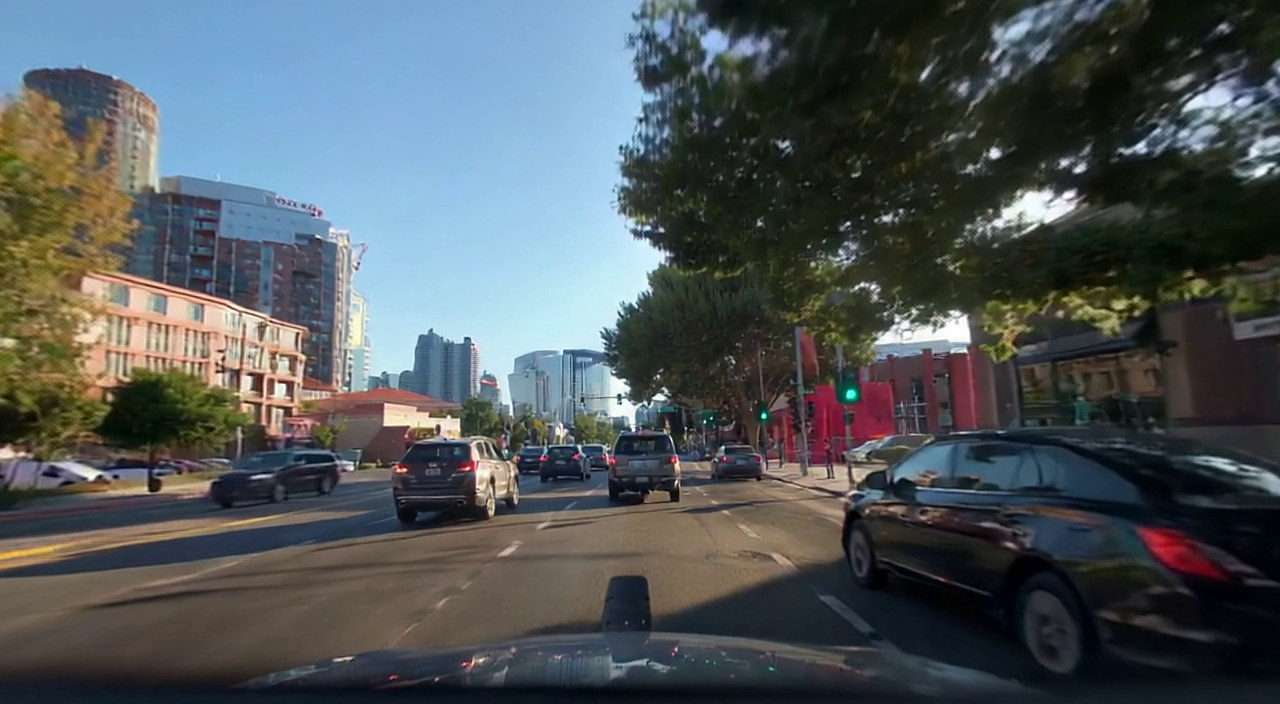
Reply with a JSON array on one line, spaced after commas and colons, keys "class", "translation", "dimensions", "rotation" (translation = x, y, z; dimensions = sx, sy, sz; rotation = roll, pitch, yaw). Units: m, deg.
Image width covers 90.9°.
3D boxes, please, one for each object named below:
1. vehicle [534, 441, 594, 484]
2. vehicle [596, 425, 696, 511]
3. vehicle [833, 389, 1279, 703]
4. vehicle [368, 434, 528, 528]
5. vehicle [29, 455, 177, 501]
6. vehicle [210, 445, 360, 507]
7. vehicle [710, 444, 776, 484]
[{"class": "vehicle", "translation": [-3.078, 4.569, 26.368], "dimensions": [1.894, 1.642, 3.861], "rotation": [0, -8, 2]}, {"class": "vehicle", "translation": [0.151, 2.712, 15.153], "dimensions": [2.075, 1.770, 4.018], "rotation": [0, -8, 1]}, {"class": "vehicle", "translation": [2.968, 1.185, 4.115], "dimensions": [2.030, 1.492, 4.383], "rotation": [0, -8, 0]}, {"class": "vehicle", "translation": [-3.681, 2.536, 13.000], "dimensions": [1.886, 1.599, 4.247], "rotation": [0, -8, 1]}, {"class": "vehicle", "translation": [-24.299, 5.675, 28.882], "dimensions": [1.919, 1.831, 5.335], "rotation": [0, -8, 2]}, {"class": "vehicle", "translation": [-10.835, 3.780, 19.749], "dimensions": [1.948, 1.691, 4.532], "rotation": [0, -8, 2]}, {"class": "vehicle", "translation": [4.080, 4.492, 25.719], "dimensions": [1.986, 1.457, 4.566], "rotation": [0, -8, 1]}]
